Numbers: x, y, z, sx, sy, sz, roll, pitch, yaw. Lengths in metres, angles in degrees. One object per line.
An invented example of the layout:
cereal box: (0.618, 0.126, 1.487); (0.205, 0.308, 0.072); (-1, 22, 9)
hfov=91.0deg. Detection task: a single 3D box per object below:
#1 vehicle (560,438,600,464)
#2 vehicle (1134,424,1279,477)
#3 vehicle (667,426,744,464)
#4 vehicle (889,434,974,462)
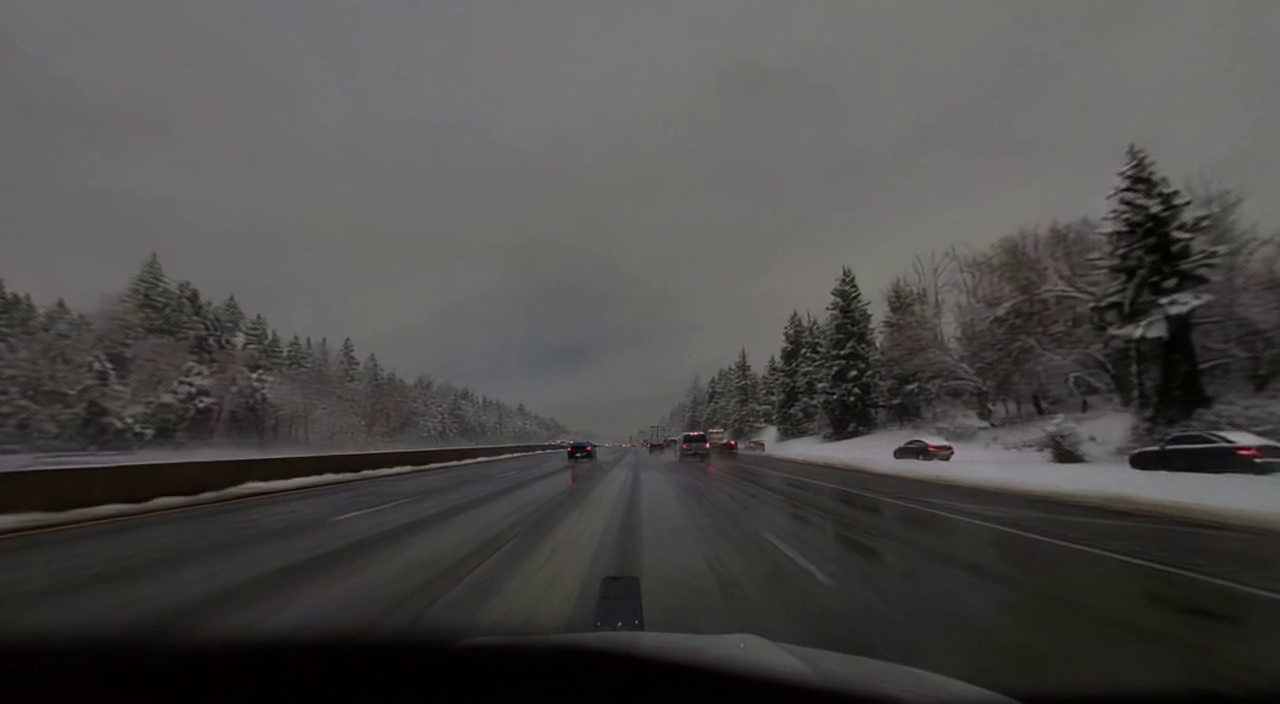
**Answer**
vehicle: (-3.663, 6.100, 39.004); (2.066, 1.500, 4.415); (0, -8, 0)
vehicle: (23.128, 3.901, 24.970); (2.139, 1.881, 5.005); (3, -9, -20)
vehicle: (3.823, 6.051, 40.857); (3.042, 2.004, 14.051); (0, -8, -2)
vehicle: (20.735, 6.876, 45.093); (2.261, 1.824, 5.678); (2, -9, -17)
